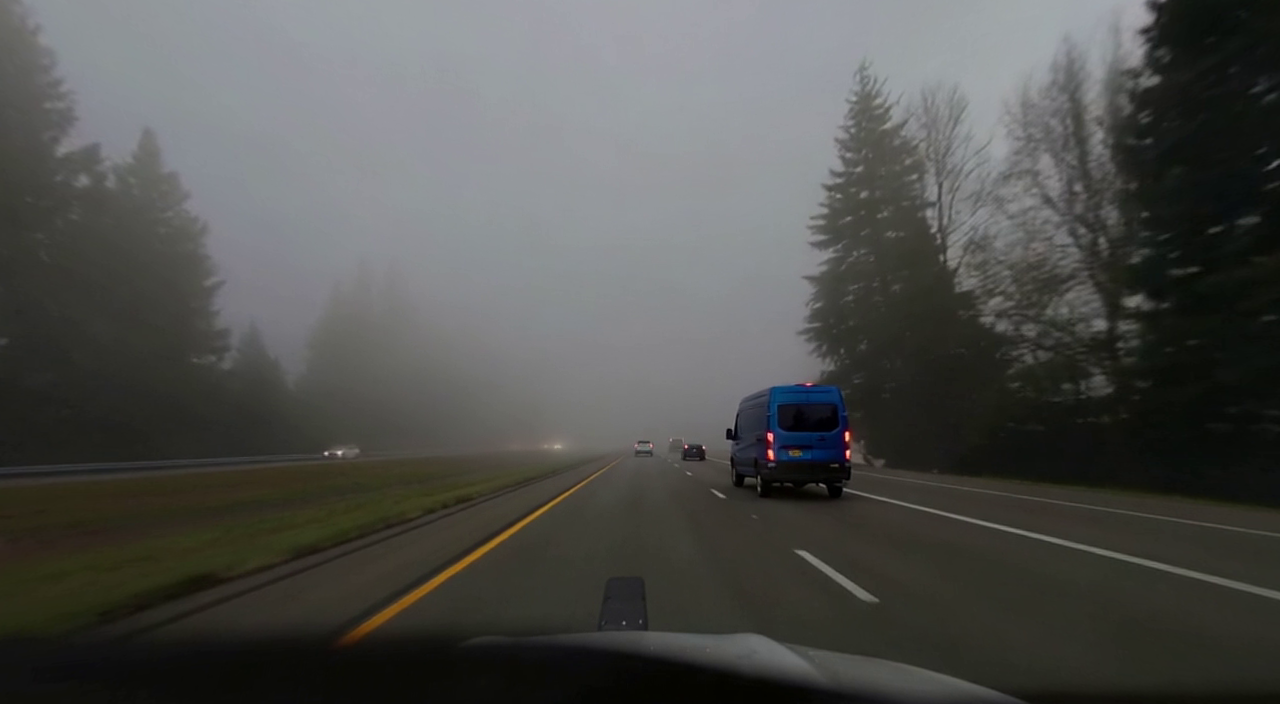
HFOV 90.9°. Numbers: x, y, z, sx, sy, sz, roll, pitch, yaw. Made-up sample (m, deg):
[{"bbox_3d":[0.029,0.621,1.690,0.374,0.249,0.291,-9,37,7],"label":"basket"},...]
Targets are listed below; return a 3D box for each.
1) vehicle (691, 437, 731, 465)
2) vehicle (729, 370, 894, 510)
[{"bbox_3d":[4.453,6.265,40.180,2.034,1.651,4.342,0,-8,0],"label":"vehicle"},{"bbox_3d":[3.690,2.107,15.085,2.302,2.670,5.912,0,-8,1],"label":"vehicle"}]
